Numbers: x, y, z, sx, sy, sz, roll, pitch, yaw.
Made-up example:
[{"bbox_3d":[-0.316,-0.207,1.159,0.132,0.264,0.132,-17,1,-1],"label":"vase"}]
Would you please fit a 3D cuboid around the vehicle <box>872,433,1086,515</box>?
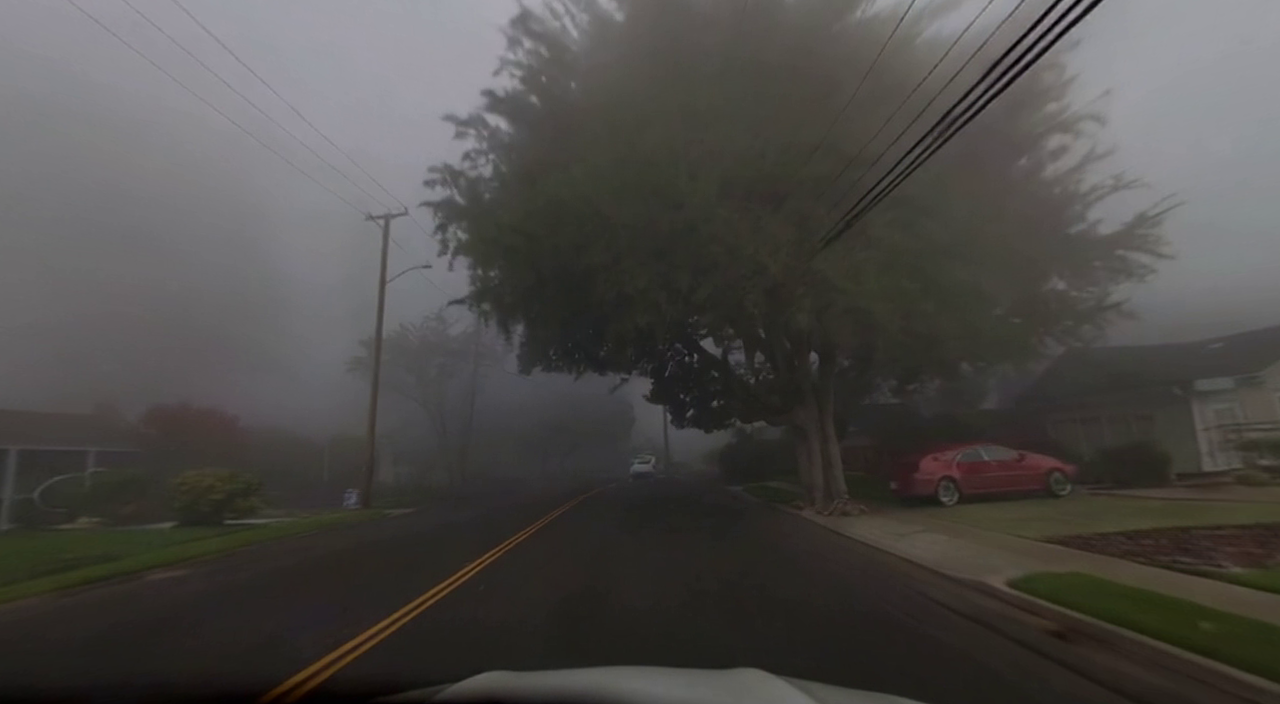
[{"bbox_3d":[7.727,2.782,14.698,3.846,1.725,1.920,0,-9,-3],"label":"vehicle"}]
